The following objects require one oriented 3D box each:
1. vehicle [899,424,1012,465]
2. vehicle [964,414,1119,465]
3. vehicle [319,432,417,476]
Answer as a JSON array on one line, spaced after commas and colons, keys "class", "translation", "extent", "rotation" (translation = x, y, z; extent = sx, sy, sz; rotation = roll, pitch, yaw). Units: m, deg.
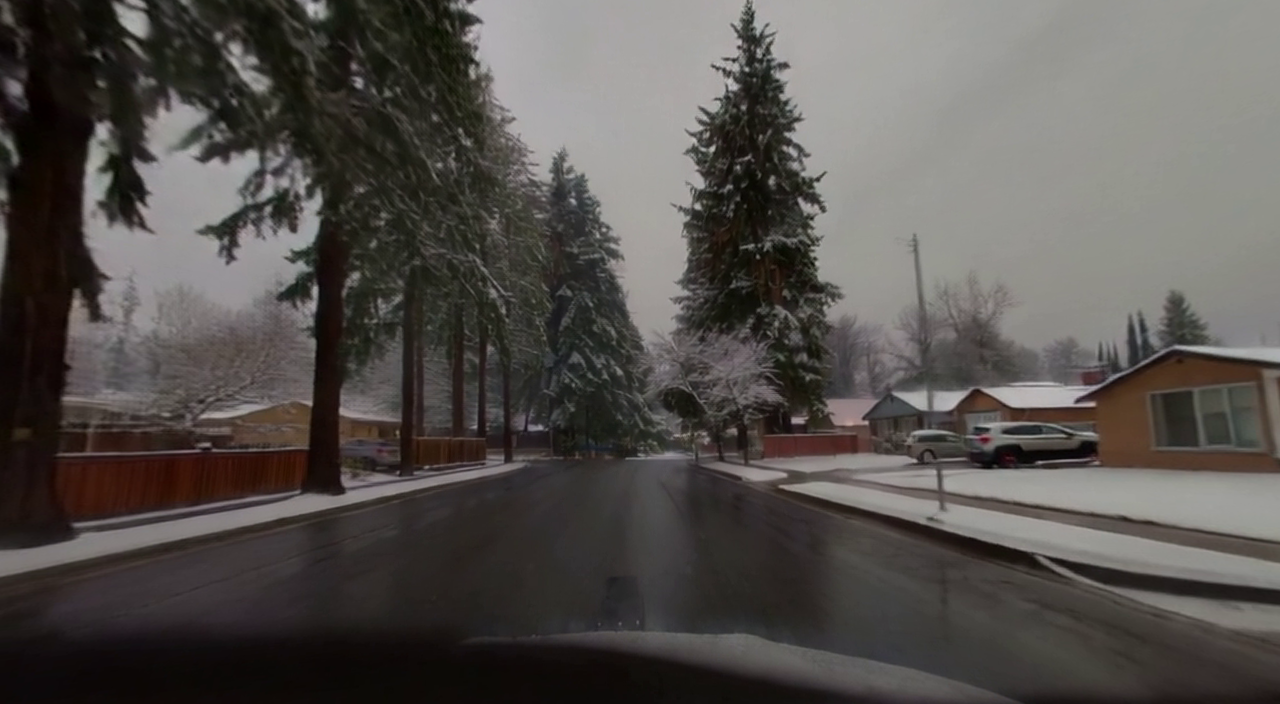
[{"class": "vehicle", "translation": [13.043, 3.859, 26.379], "extent": [3.780, 1.601, 2.025], "rotation": [-2, -9, 13]}, {"class": "vehicle", "translation": [14.345, 3.183, 22.880], "extent": [4.261, 1.725, 1.955], "rotation": [-2, -9, 17]}, {"class": "vehicle", "translation": [-12.597, 4.668, 29.157], "extent": [4.656, 1.835, 2.039], "rotation": [-6, -11, 37]}]
